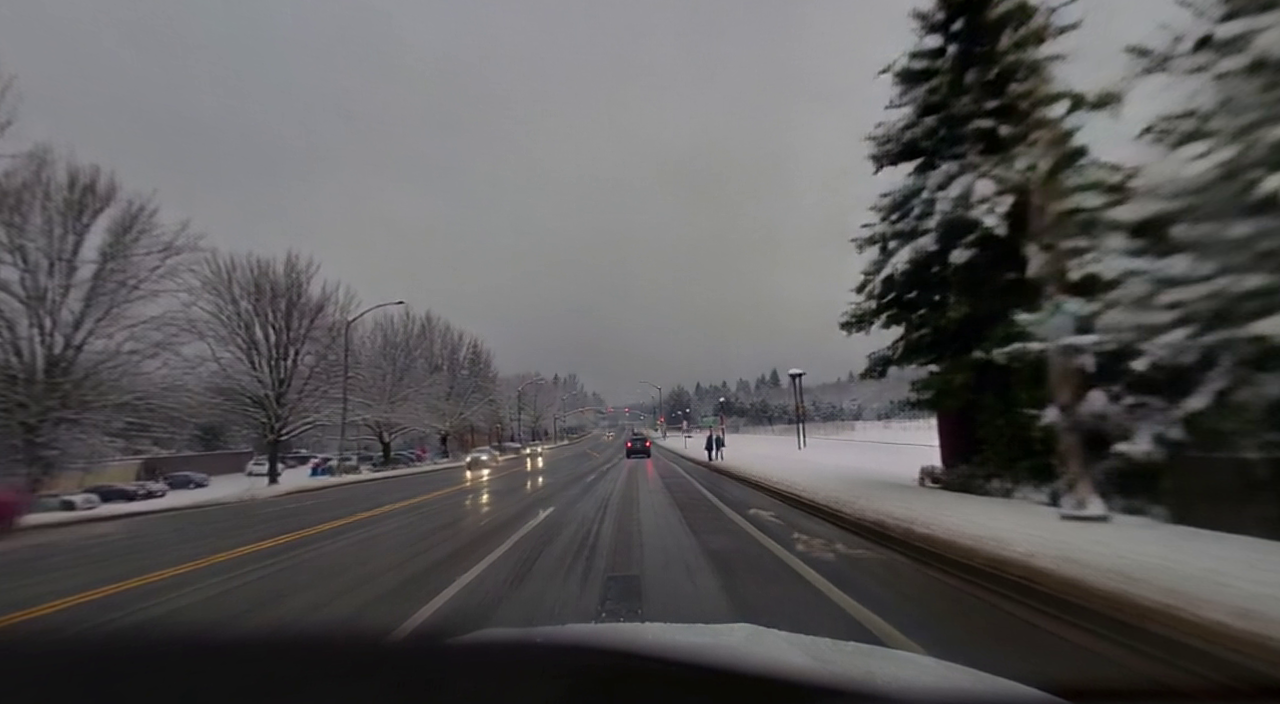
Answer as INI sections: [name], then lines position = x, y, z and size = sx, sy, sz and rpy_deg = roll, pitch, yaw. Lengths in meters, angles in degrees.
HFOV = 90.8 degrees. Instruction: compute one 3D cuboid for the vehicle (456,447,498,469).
[vehicle]
position = -12.063, 7.848, 47.037
size = 2.011, 1.475, 4.536
rpy_deg = 0, -8, -1
